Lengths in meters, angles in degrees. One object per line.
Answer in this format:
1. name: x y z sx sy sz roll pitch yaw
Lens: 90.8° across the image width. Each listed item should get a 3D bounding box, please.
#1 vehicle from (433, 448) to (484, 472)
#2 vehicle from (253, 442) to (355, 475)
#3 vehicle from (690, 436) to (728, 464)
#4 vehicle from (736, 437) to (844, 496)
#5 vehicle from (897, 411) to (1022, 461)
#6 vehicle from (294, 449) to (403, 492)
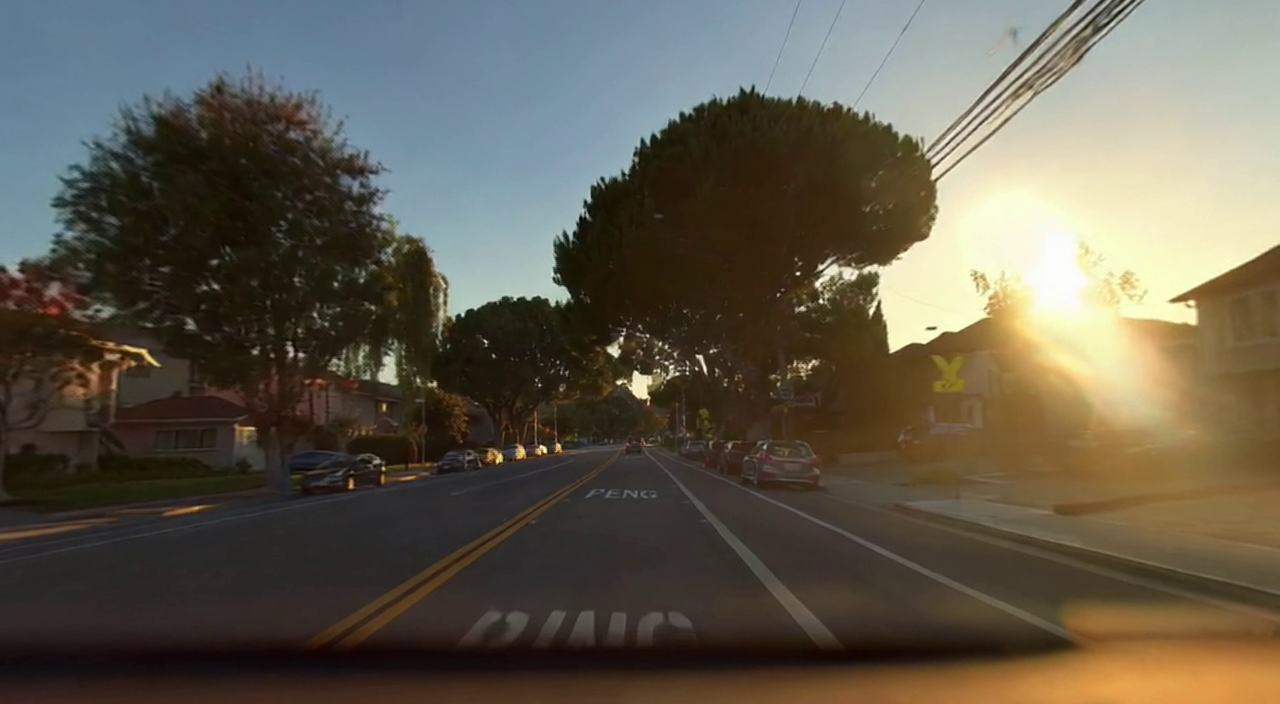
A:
1. vehicle: -11.603 6.923 40.731 1.867 1.452 4.331 0 -8 2
2. vehicle: -17.815 5.638 33.598 4.310 1.705 1.905 0 -9 3
3. vehicle: 4.503 6.472 41.947 1.993 1.743 4.525 0 -9 -1
4. vehicle: 4.363 3.414 19.256 1.920 1.541 4.709 1 -9 -3
5. vehicle: 13.288 3.529 26.483 4.180 1.707 2.083 4 -9 1
6. vehicle: -11.472 4.670 25.287 2.079 1.509 4.591 0 -9 1
